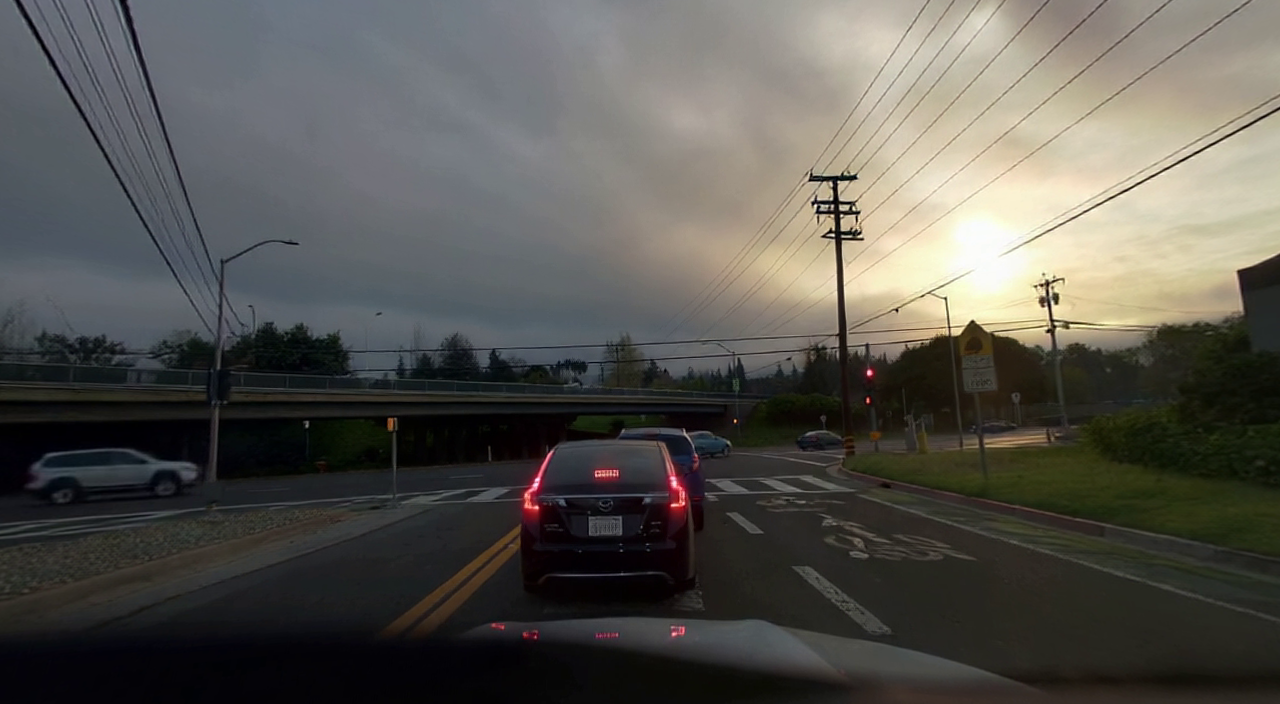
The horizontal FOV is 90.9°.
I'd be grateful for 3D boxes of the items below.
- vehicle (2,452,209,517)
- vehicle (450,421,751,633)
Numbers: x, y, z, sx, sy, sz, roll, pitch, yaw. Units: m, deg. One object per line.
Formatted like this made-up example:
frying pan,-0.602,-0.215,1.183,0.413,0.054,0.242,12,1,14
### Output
vehicle,-15.850,3.862,18.886,4.435,1.637,1.901,8,-12,-44
vehicle,-0.240,1.528,6.471,2.090,1.458,4.033,-1,-9,1
